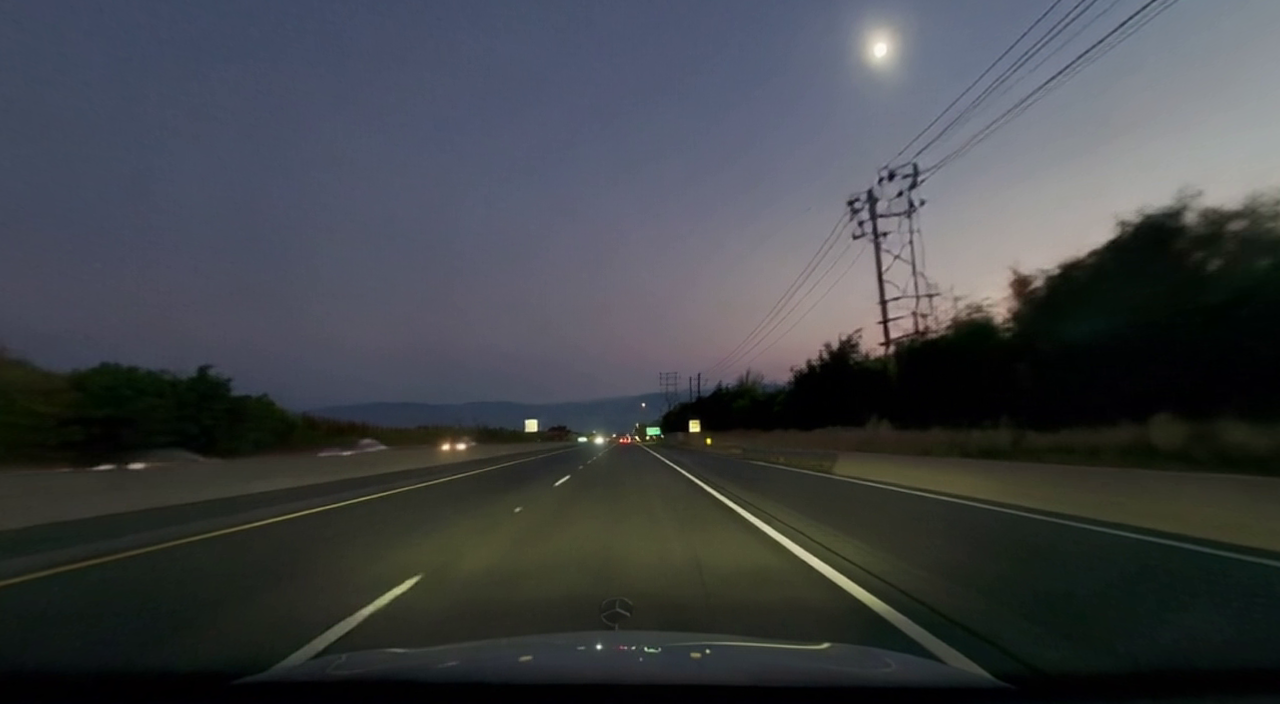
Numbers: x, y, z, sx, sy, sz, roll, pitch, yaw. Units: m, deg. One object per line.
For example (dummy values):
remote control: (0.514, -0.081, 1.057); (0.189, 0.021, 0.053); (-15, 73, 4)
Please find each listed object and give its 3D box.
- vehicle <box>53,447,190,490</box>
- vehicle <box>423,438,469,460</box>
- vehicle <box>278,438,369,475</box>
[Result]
vehicle: (-21.344, 4.772, 26.237); (1.780, 1.500, 4.709); (-1, -8, -1)
vehicle: (-13.549, 6.782, 44.228); (1.791, 1.426, 4.502); (0, -8, 0)
vehicle: (-13.451, 4.427, 27.081); (1.811, 1.468, 4.112); (0, -8, 0)
